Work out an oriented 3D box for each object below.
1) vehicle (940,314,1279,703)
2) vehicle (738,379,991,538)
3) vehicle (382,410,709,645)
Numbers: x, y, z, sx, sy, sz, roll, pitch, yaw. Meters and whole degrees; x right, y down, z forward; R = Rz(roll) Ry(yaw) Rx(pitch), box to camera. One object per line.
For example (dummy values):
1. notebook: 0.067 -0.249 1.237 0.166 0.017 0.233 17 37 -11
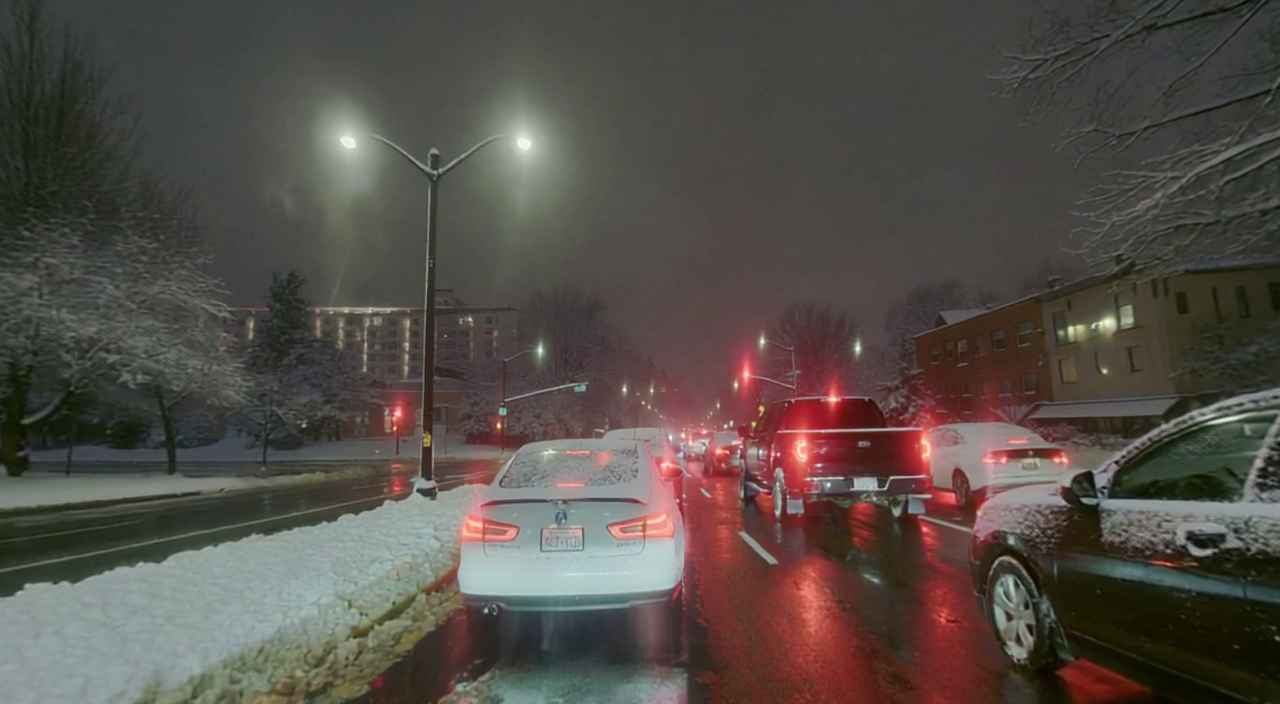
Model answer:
1. vehicle: 3.166 0.747 2.119 2.024 1.723 4.714 0 -8 1
2. vehicle: 3.550 1.896 11.666 2.497 2.186 5.890 0 -8 0
3. vehicle: -0.568 1.481 6.360 2.172 1.536 4.250 0 -8 2
